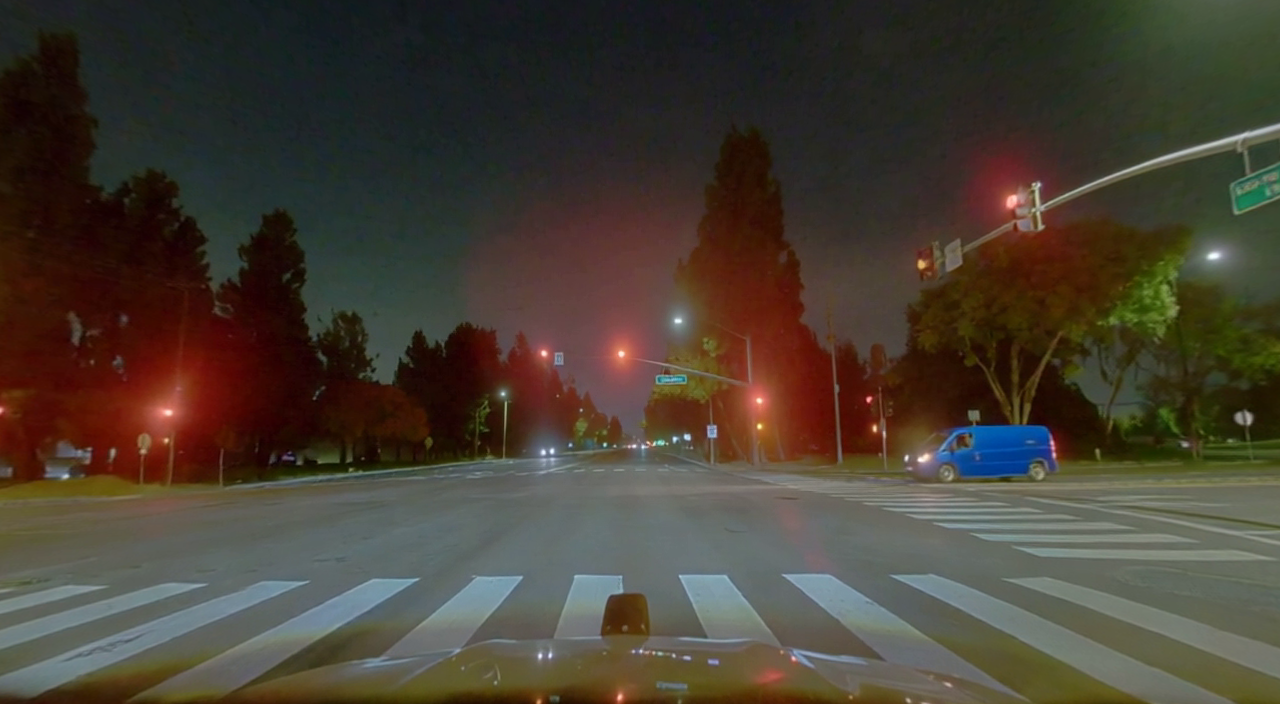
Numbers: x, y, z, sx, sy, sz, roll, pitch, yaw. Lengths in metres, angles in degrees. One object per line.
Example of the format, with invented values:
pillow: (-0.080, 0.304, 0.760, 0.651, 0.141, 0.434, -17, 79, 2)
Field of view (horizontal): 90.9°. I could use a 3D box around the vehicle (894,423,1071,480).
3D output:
vehicle: (11.361, 3.339, 21.189, 4.790, 1.798, 1.909, 0, -8, 0)
